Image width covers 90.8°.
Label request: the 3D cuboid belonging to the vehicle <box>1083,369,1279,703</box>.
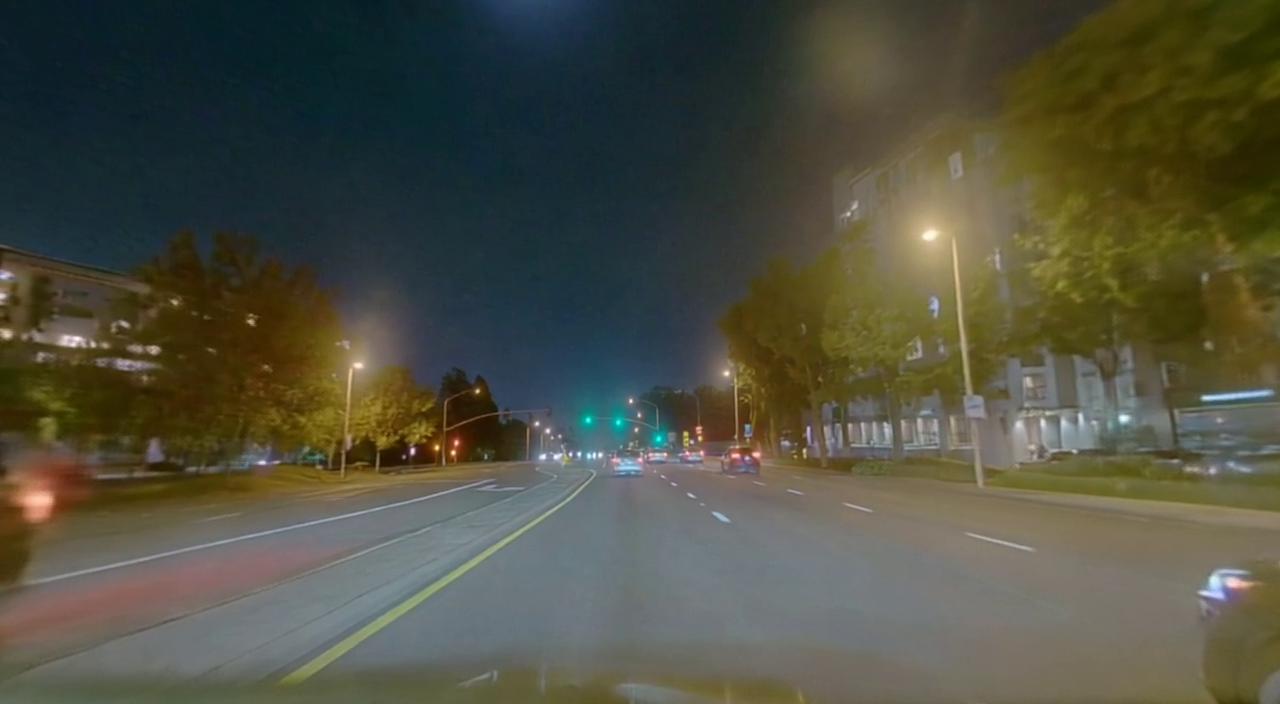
[{"bbox_3d":[3.488,0.688,1.149,1.893,1.664,4.670,0,-9,-1],"label":"vehicle"}]

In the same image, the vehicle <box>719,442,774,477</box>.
[{"bbox_3d":[6.235,6.374,37.721,2.052,1.886,5.297,0,-9,-3],"label":"vehicle"}]

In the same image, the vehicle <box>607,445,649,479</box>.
[{"bbox_3d":[-0.708,5.903,34.076,2.101,1.641,4.341,0,-9,-3],"label":"vehicle"}]
